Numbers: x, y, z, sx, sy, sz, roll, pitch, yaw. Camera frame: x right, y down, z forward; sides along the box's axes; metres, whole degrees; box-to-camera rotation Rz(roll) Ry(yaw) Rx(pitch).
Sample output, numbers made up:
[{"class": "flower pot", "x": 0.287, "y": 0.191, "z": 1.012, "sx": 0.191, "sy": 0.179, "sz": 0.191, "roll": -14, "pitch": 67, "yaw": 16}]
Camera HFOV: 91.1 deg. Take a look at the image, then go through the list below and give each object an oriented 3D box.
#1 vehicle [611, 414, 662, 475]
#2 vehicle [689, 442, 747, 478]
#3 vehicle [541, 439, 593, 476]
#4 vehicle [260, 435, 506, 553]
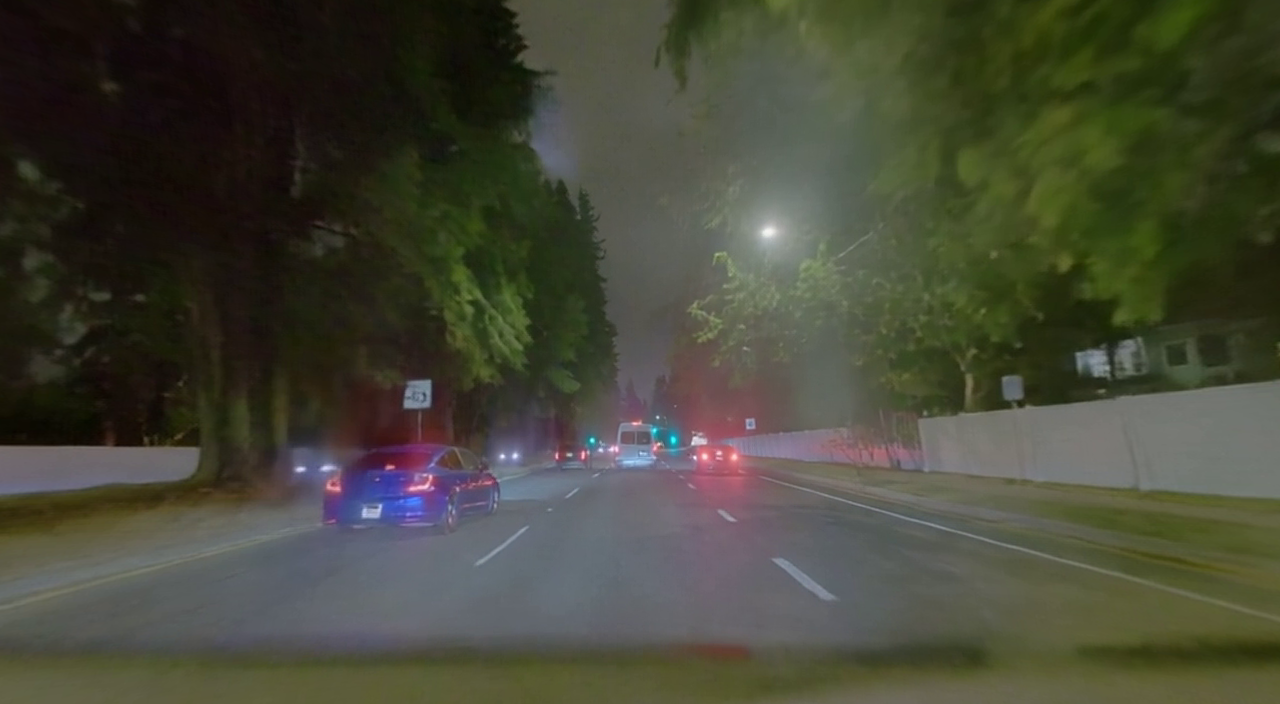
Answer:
[{"class": "vehicle", "x": -0.224, "y": 4.645, "z": 31.591, "sx": 2.311, "sy": 2.726, "sz": 5.814, "roll": 0, "pitch": -8, "yaw": -1}, {"class": "vehicle", "x": 3.377, "y": 4.747, "z": 27.952, "sx": 1.945, "sy": 1.469, "sz": 4.258, "roll": 0, "pitch": -8, "yaw": -1}, {"class": "vehicle", "x": -3.617, "y": 5.295, "z": 31.843, "sx": 2.021, "sy": 1.715, "sz": 4.329, "roll": 0, "pitch": -8, "yaw": 1}, {"class": "vehicle", "x": -3.766, "y": 2.148, "z": 10.341, "sx": 2.036, "sy": 1.474, "sz": 4.647, "roll": 0, "pitch": -8, "yaw": 1}]
